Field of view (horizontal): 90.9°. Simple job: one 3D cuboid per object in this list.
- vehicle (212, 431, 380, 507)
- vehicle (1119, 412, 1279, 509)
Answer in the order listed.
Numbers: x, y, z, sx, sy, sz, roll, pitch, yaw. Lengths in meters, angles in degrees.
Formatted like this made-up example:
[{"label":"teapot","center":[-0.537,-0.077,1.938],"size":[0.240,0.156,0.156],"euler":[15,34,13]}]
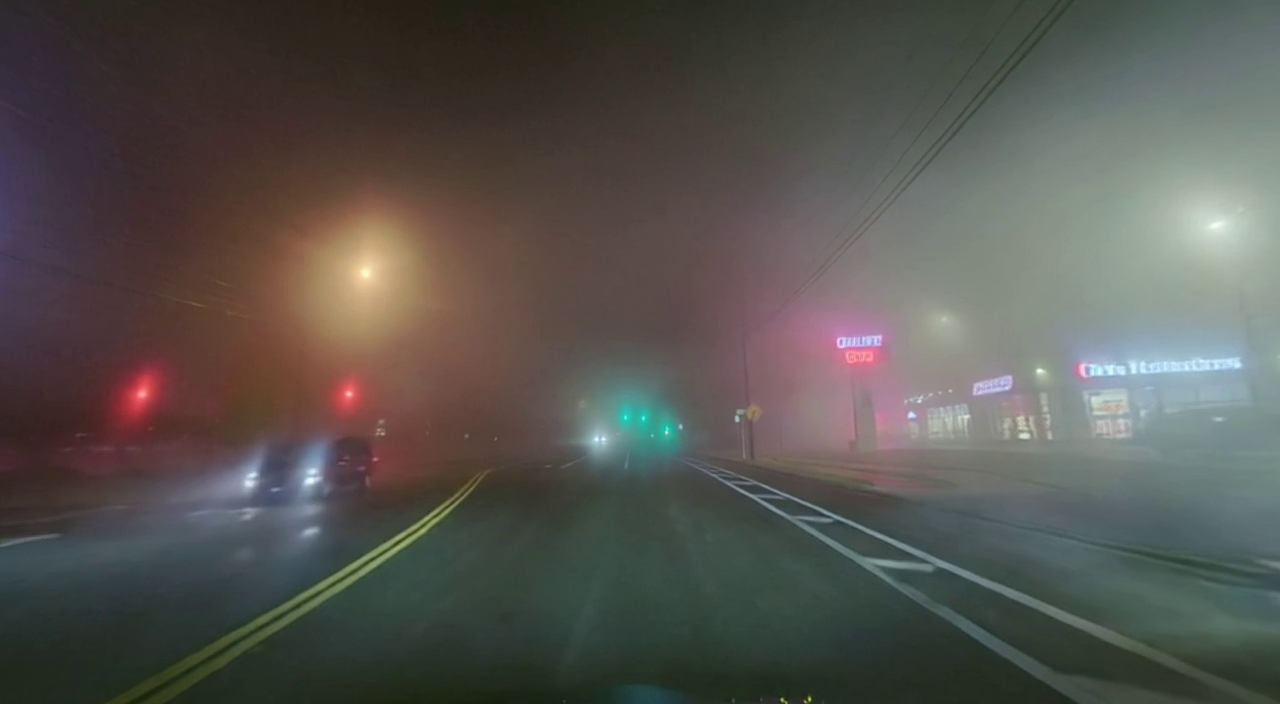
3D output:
[{"label":"vehicle","center":[-8.772,3.004,16.654],"size":[1.973,1.704,4.476],"euler":[0,-8,-1]},{"label":"vehicle","center":[11.542,1.850,10.969],"size":[4.673,1.498,2.072],"euler":[0,-8,0]}]
